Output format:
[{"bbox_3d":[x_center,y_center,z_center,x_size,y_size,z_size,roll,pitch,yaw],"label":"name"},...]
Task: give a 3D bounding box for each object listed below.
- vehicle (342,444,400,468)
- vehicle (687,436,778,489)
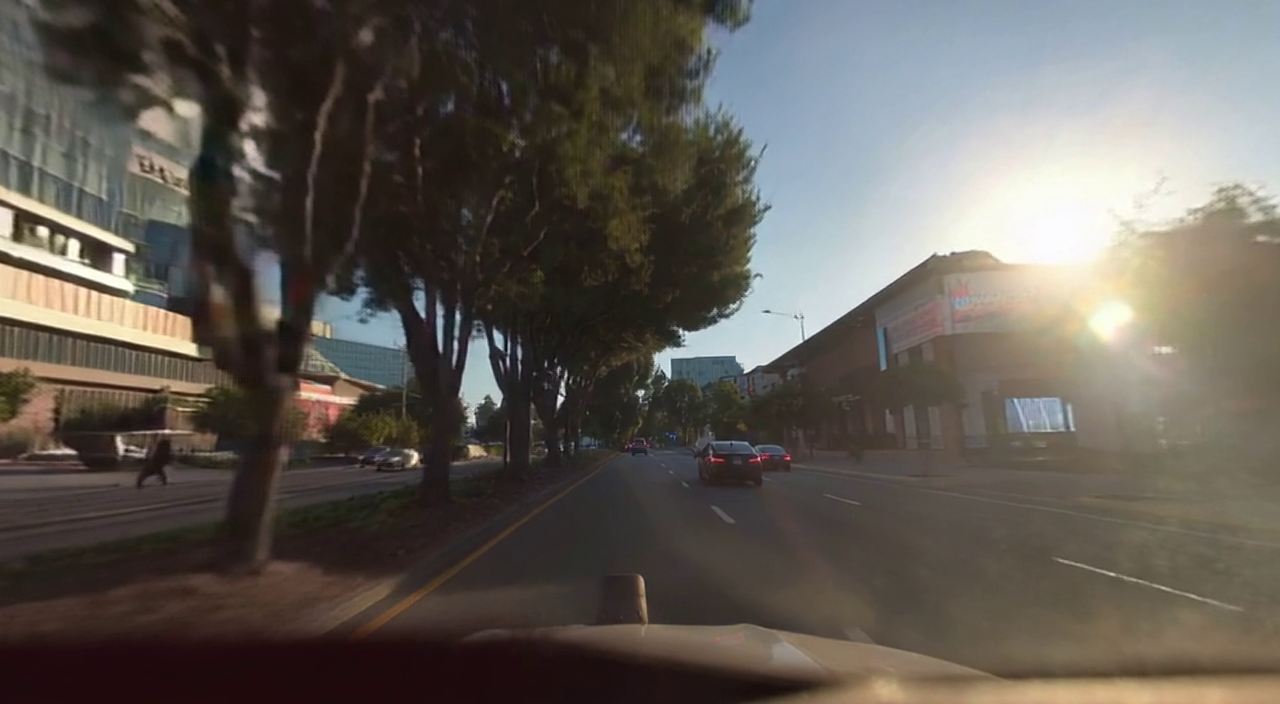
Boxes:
[{"bbox_3d":[-19.690,7.599,46.481,1.977,1.687,4.909,0,-8,1],"label":"vehicle"},{"bbox_3d":[2.798,3.465,20.205,2.131,1.491,4.496,0,-8,-1],"label":"vehicle"}]
